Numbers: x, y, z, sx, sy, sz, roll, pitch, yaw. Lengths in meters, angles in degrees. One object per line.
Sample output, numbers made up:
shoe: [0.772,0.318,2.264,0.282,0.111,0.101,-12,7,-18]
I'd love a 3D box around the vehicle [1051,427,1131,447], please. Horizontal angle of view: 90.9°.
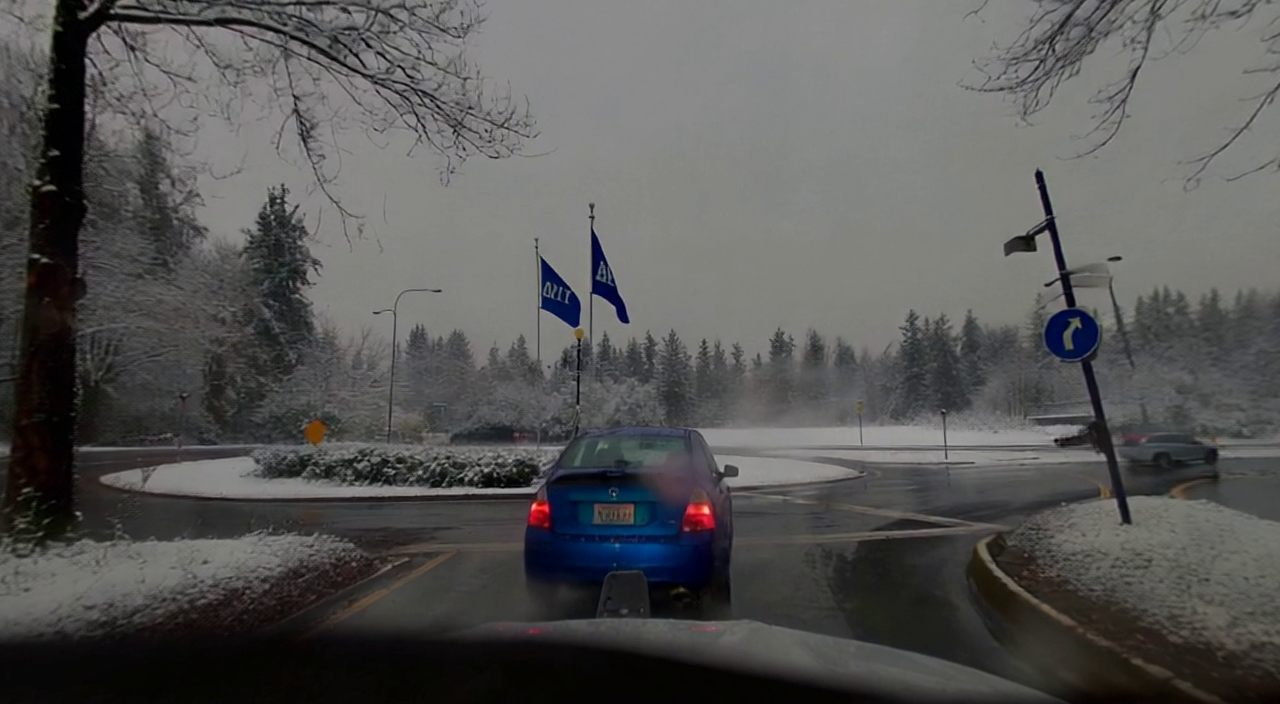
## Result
vehicle: [35.280,6.686,49.415,4.652,1.498,1.783,-2,-9,10]

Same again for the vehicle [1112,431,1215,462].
vehicle: [29.795,5.405,35.923,4.485,1.691,2.132,2,-9,-14]

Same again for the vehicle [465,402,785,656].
vehicle: [0.032,1.466,6.172,2.078,1.607,4.010,-1,-9,4]
